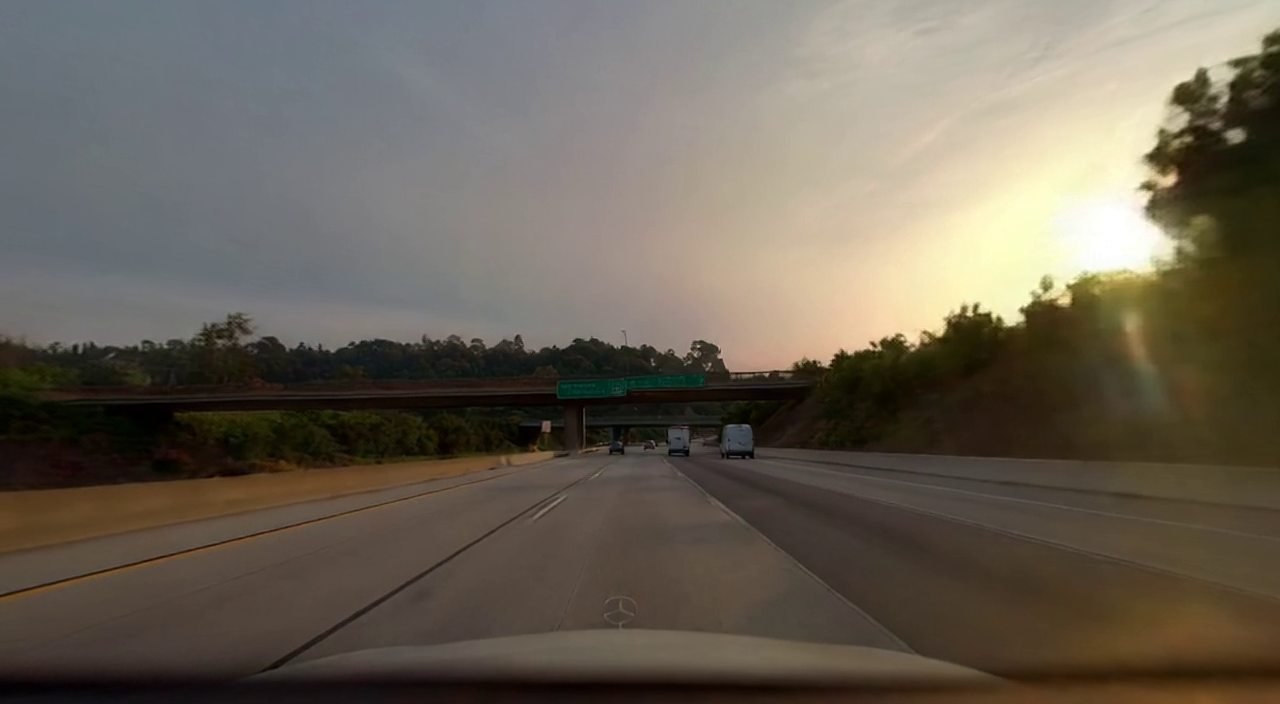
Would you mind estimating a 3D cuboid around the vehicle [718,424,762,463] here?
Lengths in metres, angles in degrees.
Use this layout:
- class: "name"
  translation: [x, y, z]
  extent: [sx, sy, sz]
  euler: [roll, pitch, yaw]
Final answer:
- class: "vehicle"
  translation: [7.754, 7.196, 49.511]
  extent: [2.379, 2.819, 6.294]
  euler: [0, -8, 0]
